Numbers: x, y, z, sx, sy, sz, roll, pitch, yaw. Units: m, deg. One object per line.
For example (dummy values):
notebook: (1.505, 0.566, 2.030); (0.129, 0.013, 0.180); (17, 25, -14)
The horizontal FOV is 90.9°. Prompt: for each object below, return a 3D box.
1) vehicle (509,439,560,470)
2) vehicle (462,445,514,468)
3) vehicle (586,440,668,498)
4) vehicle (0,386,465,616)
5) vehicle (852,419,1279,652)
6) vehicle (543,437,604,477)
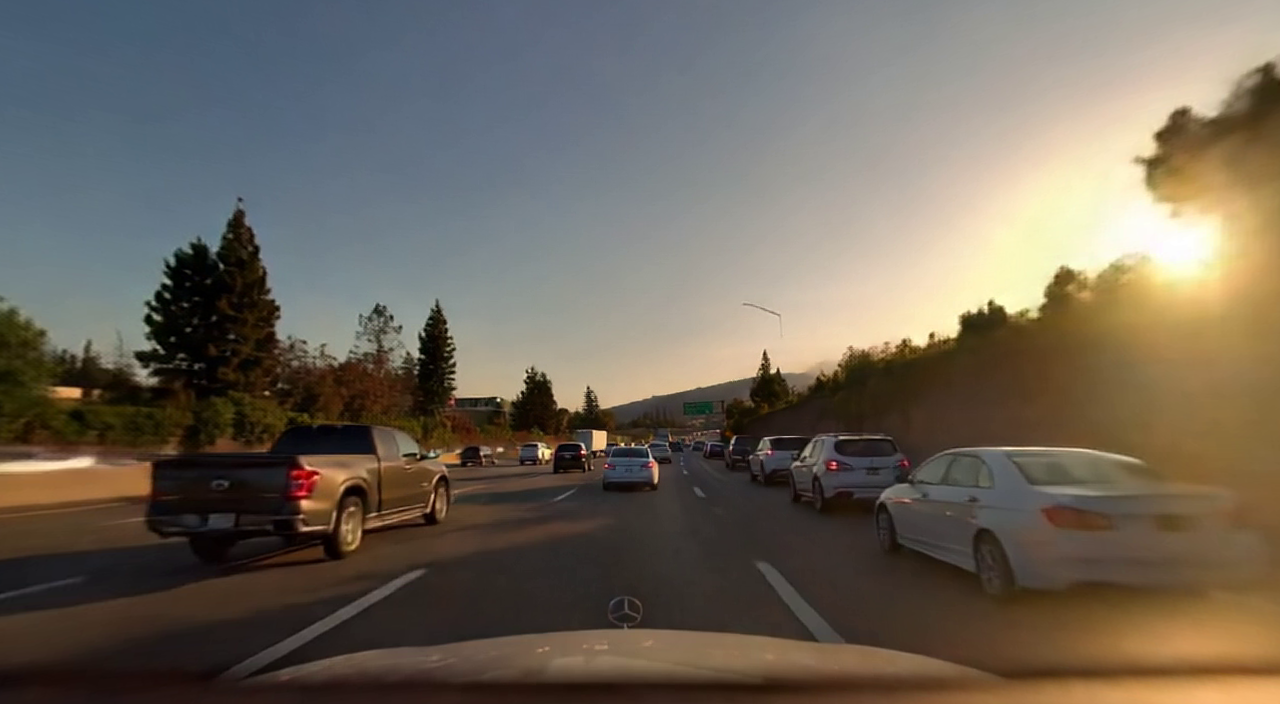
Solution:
vehicle: (-6.173, 6.055, 37.409); (2.023, 1.693, 4.386); (-1, -8, 3)
vehicle: (-10.084, 6.978, 42.316); (1.903, 1.460, 4.958); (-1, -8, 4)
vehicle: (-0.279, 3.262, 18.006); (2.070, 1.456, 4.029); (0, -8, 1)
vehicle: (-4.071, 1.588, 7.860); (2.110, 1.811, 5.585); (0, -8, 1)
vehicle: (3.853, 1.496, 6.265); (1.940, 1.475, 4.328); (0, -8, 0)
vehicle: (-3.019, 4.867, 29.550); (2.153, 1.726, 4.546); (-1, -8, 3)
